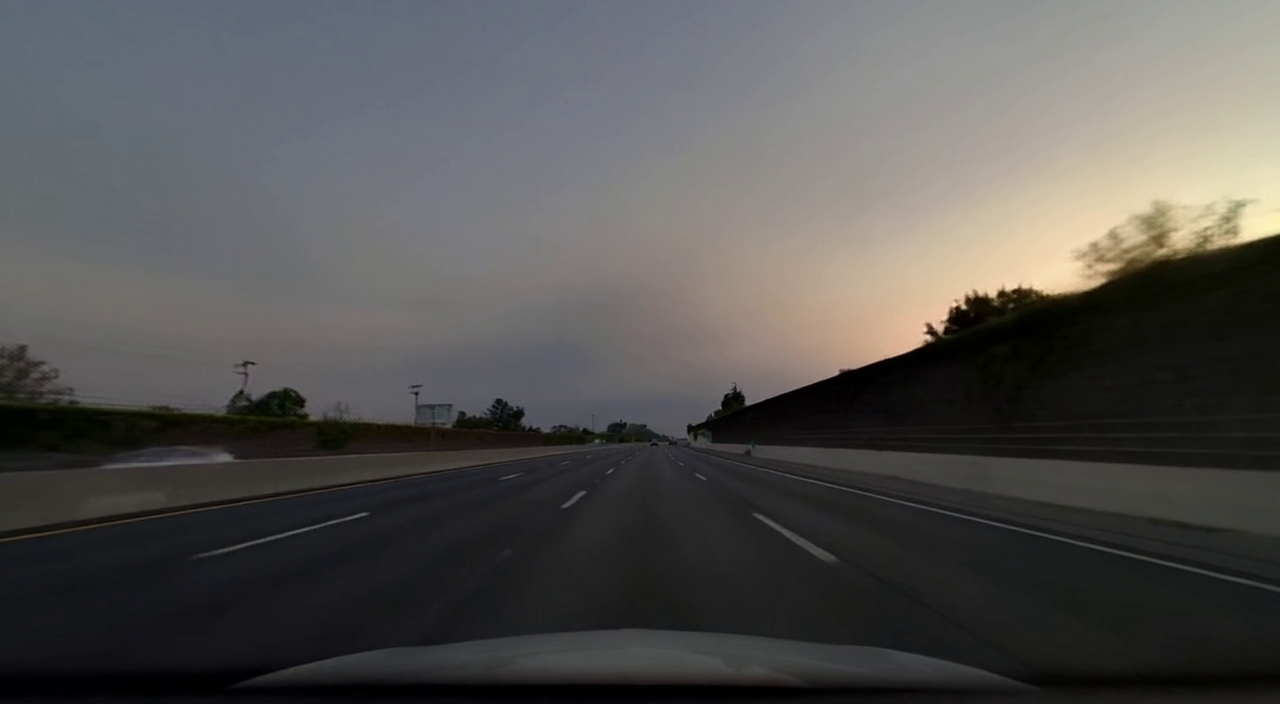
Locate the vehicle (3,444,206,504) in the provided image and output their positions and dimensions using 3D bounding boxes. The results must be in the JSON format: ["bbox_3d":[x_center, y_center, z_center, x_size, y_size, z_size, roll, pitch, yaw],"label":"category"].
[{"bbox_3d":[-15.752,3.554,18.940,1.969,1.565,4.592,0,-8,1],"label":"vehicle"}]
